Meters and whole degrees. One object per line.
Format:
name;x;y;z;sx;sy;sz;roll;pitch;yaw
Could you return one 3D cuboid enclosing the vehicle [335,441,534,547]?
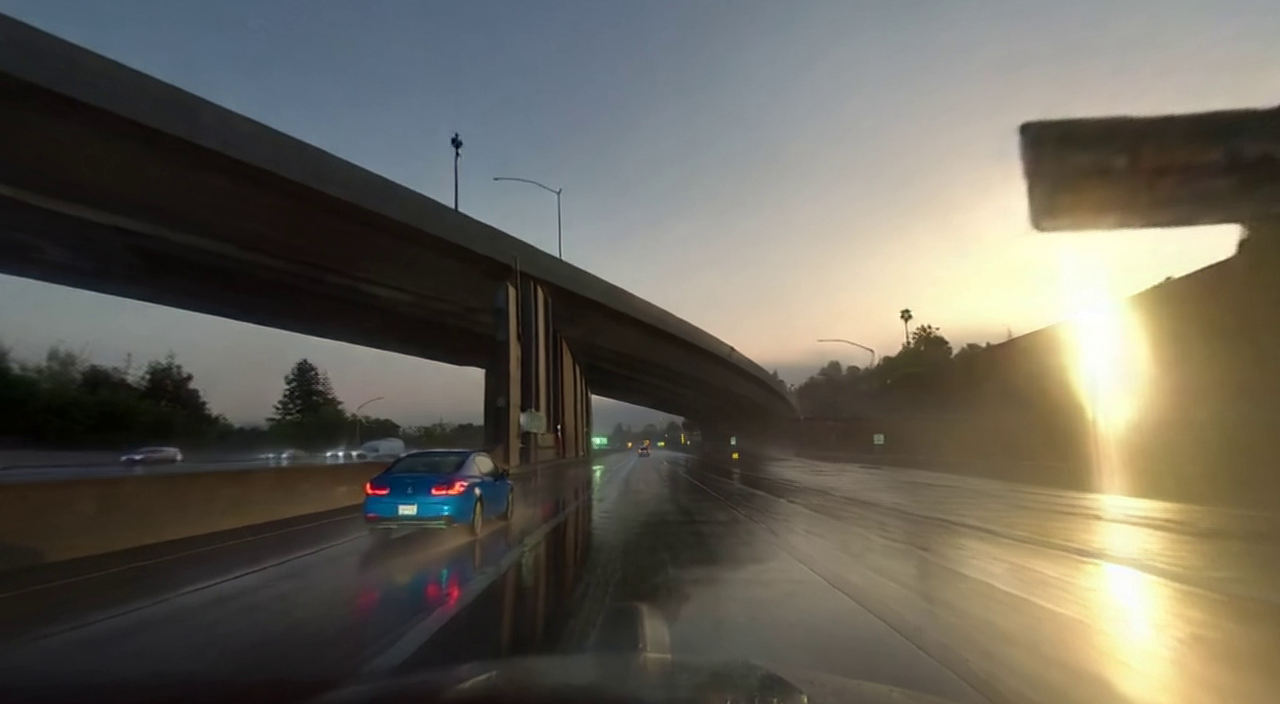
vehicle;-3.268;2.329;11.062;2.044;1.478;4.114;0;-9;1
